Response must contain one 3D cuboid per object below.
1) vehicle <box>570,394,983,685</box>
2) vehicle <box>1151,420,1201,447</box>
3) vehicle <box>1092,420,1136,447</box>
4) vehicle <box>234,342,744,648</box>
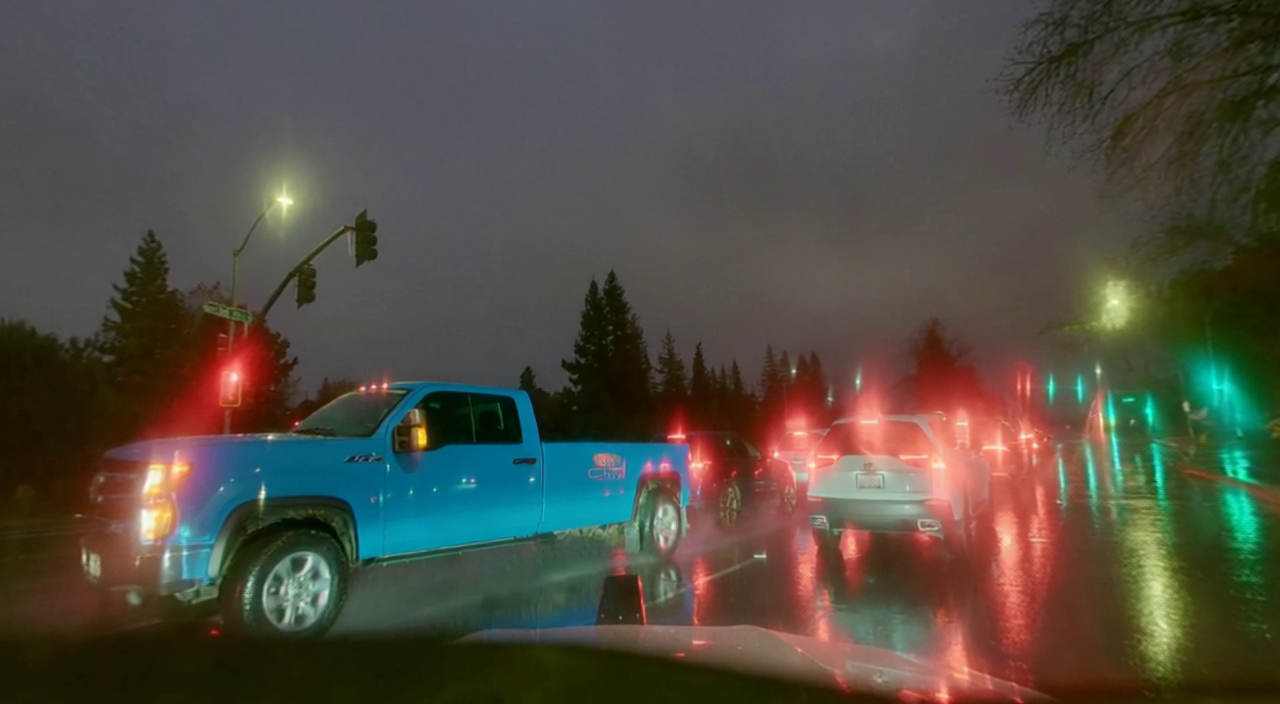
[{"bbox_3d":[1.714,1.381,5.997,2.027,1.549,4.801,-6,-10,35],"label":"vehicle"},{"bbox_3d":[35.762,5.481,42.214,2.183,1.714,4.491,-6,-11,37],"label":"vehicle"},{"bbox_3d":[32.789,5.679,43.725,2.160,1.790,4.303,-6,-10,35],"label":"vehicle"},{"bbox_3d":[-0.878,1.405,7.463,2.272,2.016,6.146,-5,-10,28],"label":"vehicle"}]
